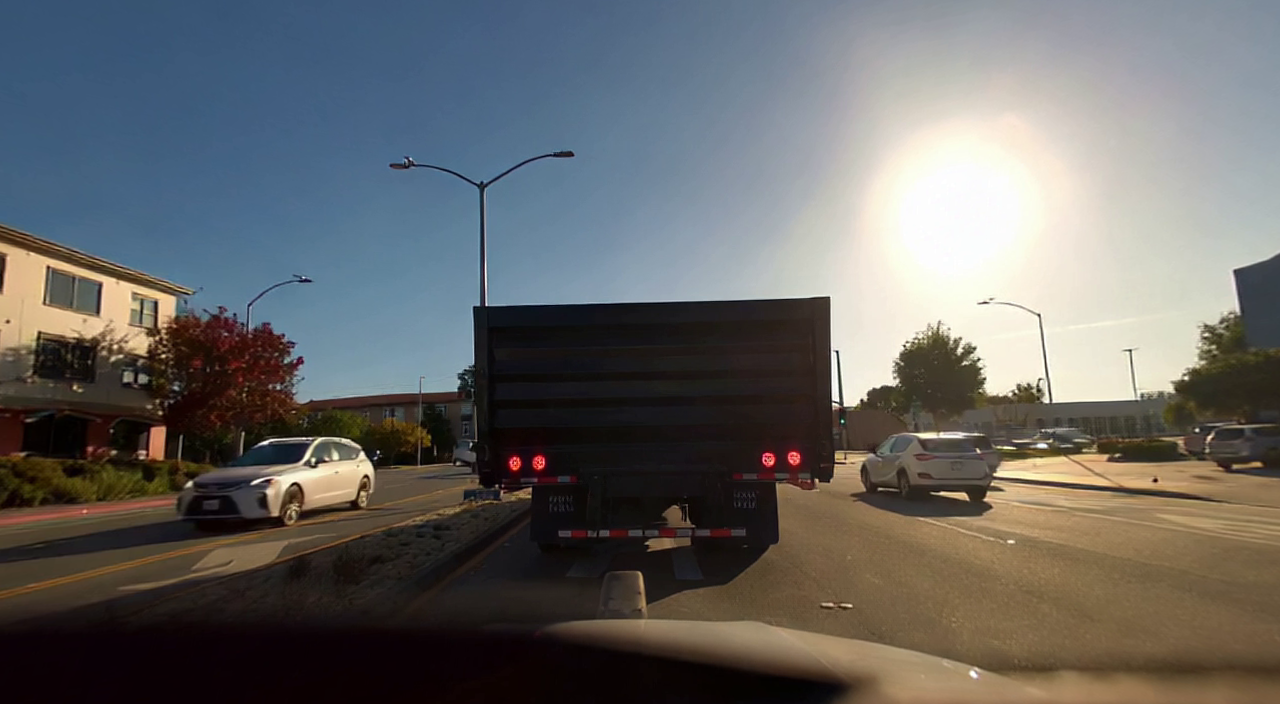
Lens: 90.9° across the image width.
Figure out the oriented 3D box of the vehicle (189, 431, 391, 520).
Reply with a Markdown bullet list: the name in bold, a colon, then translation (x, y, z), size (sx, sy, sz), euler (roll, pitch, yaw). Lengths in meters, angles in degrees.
- **vehicle**: translation (-8.027, 2.849, 15.193), size (2.052, 1.772, 4.838), euler (-1, -8, 0)

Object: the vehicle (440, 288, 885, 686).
- **vehicle**: translation (0.273, 1.297, 7.396), size (2.650, 2.391, 7.008), euler (-1, -8, 3)

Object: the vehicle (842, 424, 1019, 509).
- **vehicle**: translation (6.965, 2.800, 15.889), size (2.160, 1.772, 4.883), euler (-1, -8, 1)

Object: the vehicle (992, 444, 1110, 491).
- **vehicle**: translation (14.300, 4.009, 22.207), size (1.702, 1.475, 3.670), euler (-1, -8, 1)

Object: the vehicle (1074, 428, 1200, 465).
- **vehicle**: translation (23.112, 4.390, 29.435), size (4.171, 1.614, 1.894), euler (-1, -8, 1)
